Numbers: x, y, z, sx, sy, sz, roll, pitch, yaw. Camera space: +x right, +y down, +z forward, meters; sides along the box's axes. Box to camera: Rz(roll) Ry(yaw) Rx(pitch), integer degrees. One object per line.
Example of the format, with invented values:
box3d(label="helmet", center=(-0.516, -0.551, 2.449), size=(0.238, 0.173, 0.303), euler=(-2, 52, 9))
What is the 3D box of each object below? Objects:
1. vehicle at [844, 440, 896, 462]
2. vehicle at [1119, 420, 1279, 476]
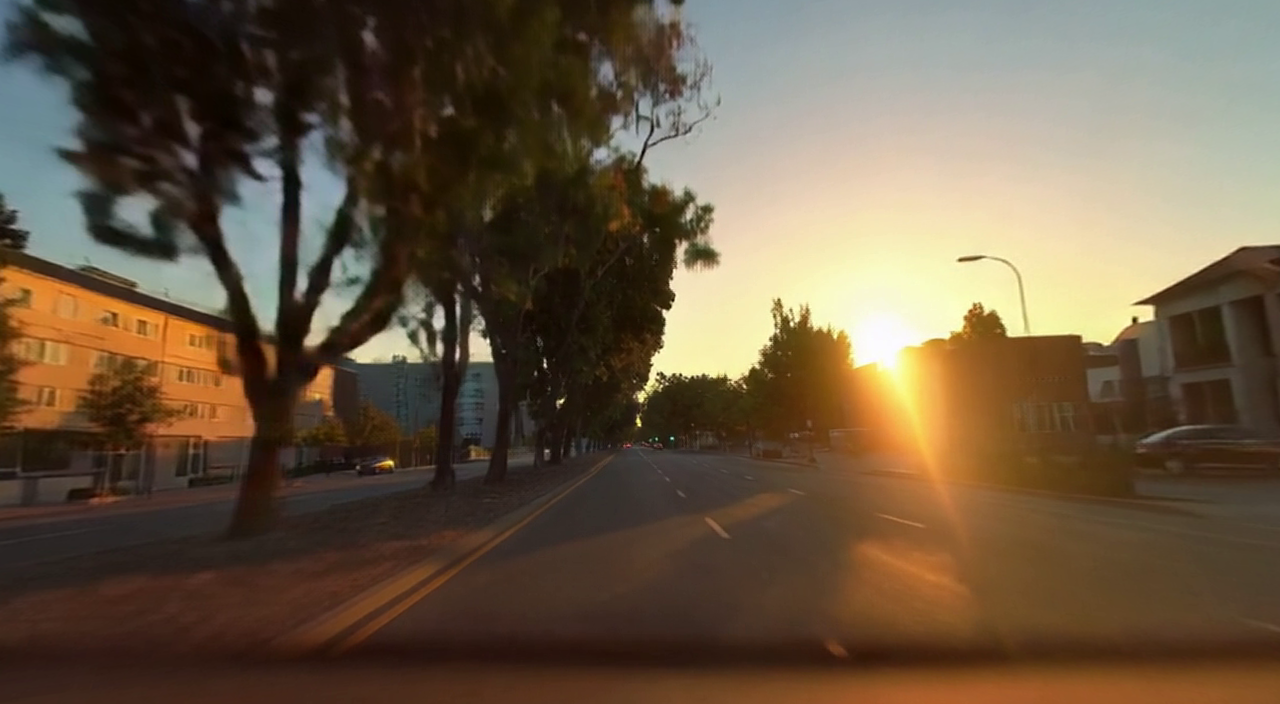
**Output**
box3d(label="vehicle", center=(16.274, 6.966, 44.566), size=(1.930, 1.449, 4.473), euler=(-7, -11, 40))
box3d(label="vehicle", center=(16.933, 2.775, 18.285), size=(4.505, 1.498, 2.068), euler=(0, -8, -3))
